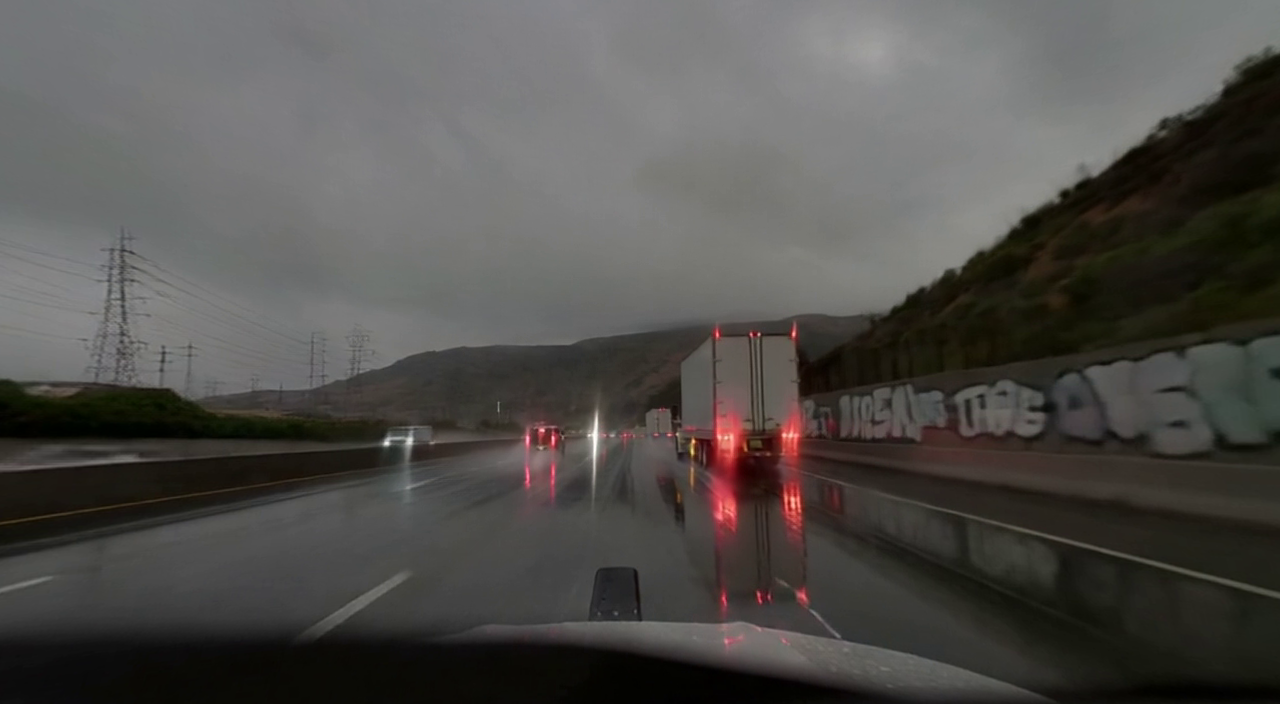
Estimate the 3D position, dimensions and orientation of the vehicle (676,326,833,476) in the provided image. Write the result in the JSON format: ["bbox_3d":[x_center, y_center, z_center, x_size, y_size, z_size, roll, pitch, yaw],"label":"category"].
[{"bbox_3d":[3.240,1.949,21.727,3.060,3.842,11.095,0,-7,-1],"label":"vehicle"}]

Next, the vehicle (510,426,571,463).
[{"bbox_3d":[-4.294,4.042,27.886,1.965,1.486,4.448,0,-7,0],"label":"vehicle"}]
